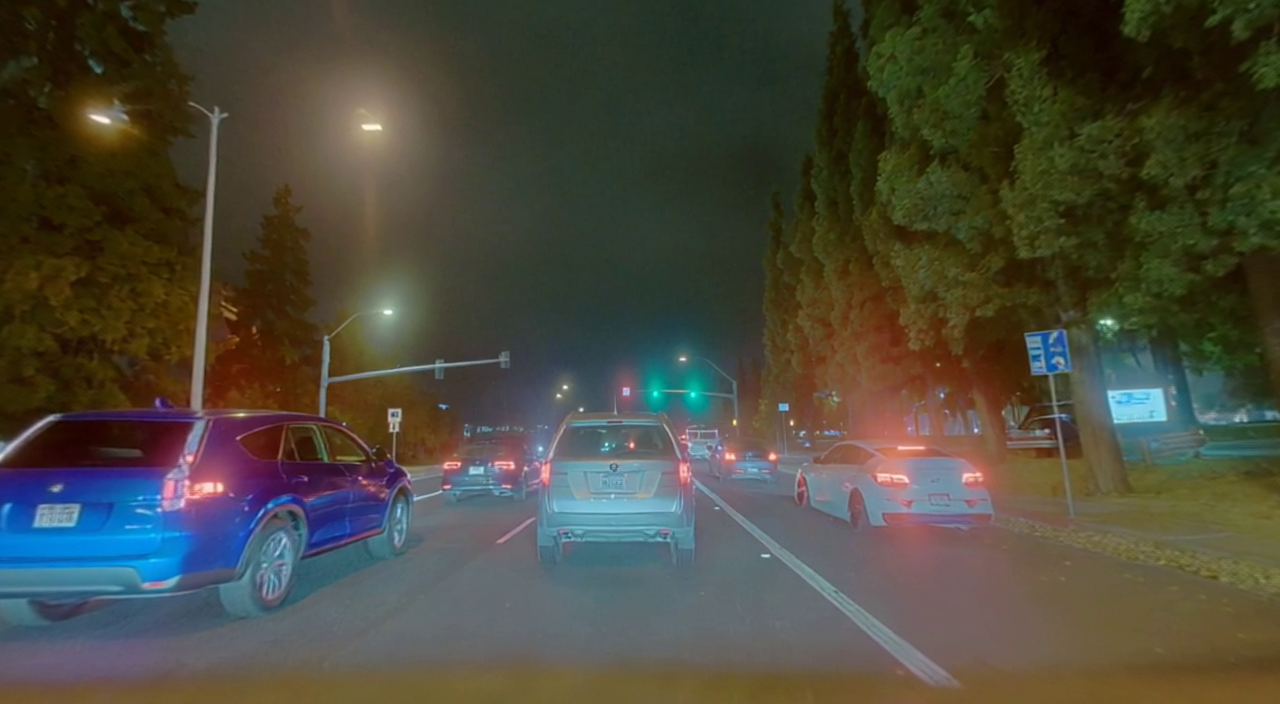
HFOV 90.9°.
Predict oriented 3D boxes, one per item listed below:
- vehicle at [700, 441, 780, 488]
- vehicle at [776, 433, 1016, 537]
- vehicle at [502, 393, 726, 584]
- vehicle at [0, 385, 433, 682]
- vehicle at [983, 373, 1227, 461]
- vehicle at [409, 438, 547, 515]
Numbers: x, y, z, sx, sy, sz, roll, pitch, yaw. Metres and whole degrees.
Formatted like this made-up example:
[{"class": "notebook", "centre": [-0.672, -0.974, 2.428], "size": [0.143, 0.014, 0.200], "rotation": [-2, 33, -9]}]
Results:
[{"class": "vehicle", "centre": [3.304, 3.823, 21.765], "size": [1.996, 1.443, 4.270], "rotation": [0, -8, -1]}, {"class": "vehicle", "centre": [4.261, 2.276, 11.554], "size": [2.036, 1.480, 4.659], "rotation": [1, -8, -6]}, {"class": "vehicle", "centre": [-0.224, 1.639, 8.356], "size": [2.132, 1.816, 4.471], "rotation": [0, -8, 1]}, {"class": "vehicle", "centre": [-3.702, 1.364, 5.858], "size": [2.039, 1.709, 4.265], "rotation": [0, -8, 1]}, {"class": "vehicle", "centre": [17.858, 2.571, 24.573], "size": [7.314, 3.230, 2.680], "rotation": [0, -8, -2]}, {"class": "vehicle", "centre": [-3.452, 2.728, 14.347], "size": [1.897, 1.479, 4.204], "rotation": [0, -8, 2]}]
